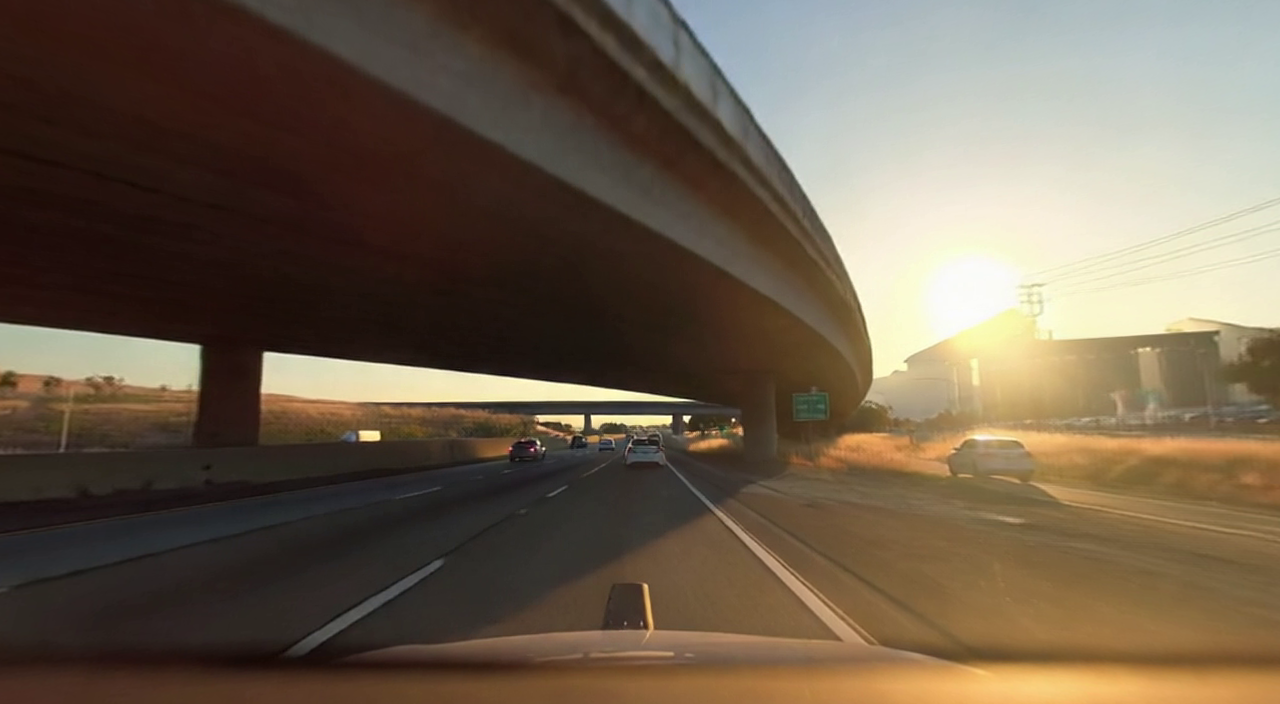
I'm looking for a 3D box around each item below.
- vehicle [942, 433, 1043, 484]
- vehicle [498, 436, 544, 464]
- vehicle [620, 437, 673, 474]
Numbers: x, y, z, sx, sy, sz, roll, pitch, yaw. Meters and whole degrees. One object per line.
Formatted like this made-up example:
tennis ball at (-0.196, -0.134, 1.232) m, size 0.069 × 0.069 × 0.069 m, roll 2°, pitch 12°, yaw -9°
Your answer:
vehicle at (13.938, 4.199, 25.259) m, size 2.095 × 1.674 × 4.530 m, roll 3°, pitch -8°, yaw 10°
vehicle at (-7.716, 6.412, 41.380) m, size 2.067 × 1.682 × 4.388 m, roll 0°, pitch -8°, yaw 1°
vehicle at (0.231, 4.486, 27.556) m, size 2.145 × 1.493 × 4.146 m, roll 1°, pitch -8°, yaw -1°
